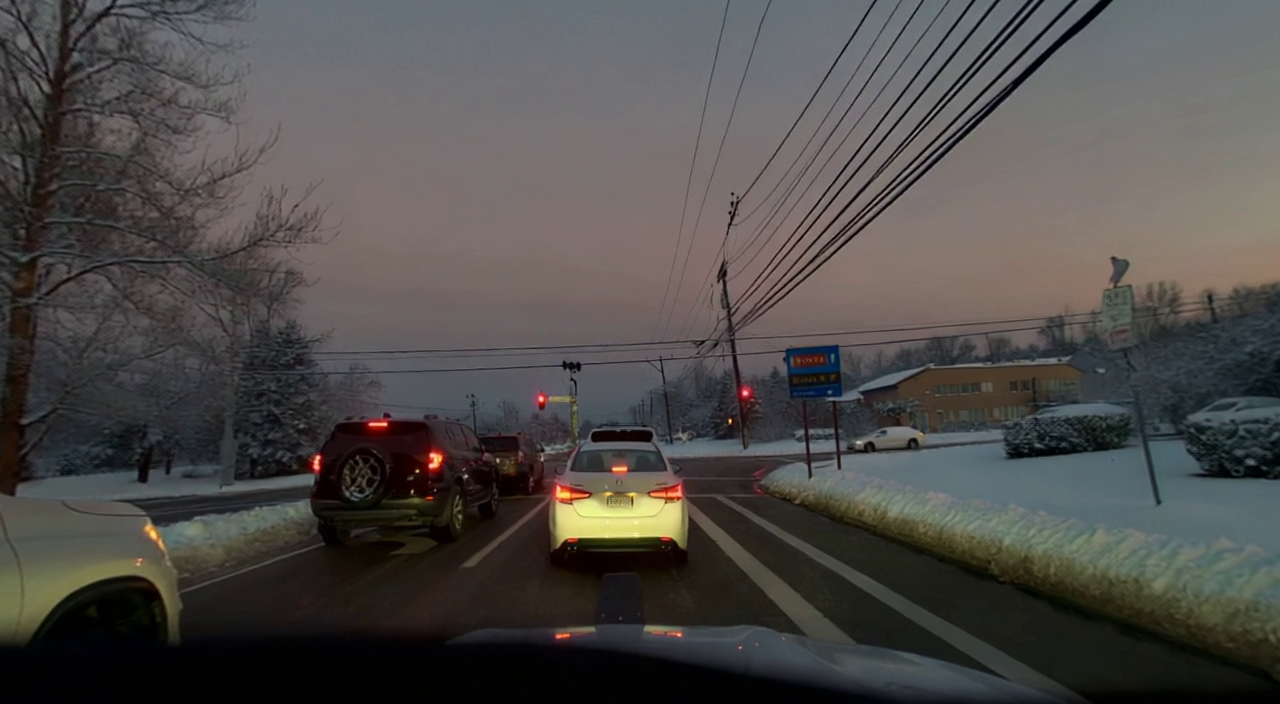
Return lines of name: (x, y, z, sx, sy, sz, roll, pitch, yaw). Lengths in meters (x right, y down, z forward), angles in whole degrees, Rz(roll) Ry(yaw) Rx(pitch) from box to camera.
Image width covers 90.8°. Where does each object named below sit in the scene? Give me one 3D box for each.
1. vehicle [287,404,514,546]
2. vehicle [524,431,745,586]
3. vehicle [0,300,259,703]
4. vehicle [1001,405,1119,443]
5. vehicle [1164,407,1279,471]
vehicle: (-3.849, 2.089, 11.372, 2.147, 1.963, 4.927, 0, -8, 0)
vehicle: (-0.098, 1.804, 8.144, 2.121, 1.474, 3.968, 0, -8, -1)
vehicle: (-3.592, 0.632, 1.535, 2.085, 1.943, 5.053, 0, -8, 1)
vehicle: (26.818, 4.642, 40.514, 5.782, 2.286, 2.223, -1, -9, 5)
vehicle: (17.019, 2.545, 18.283, 1.858, 1.622, 4.491, -5, -10, 28)
